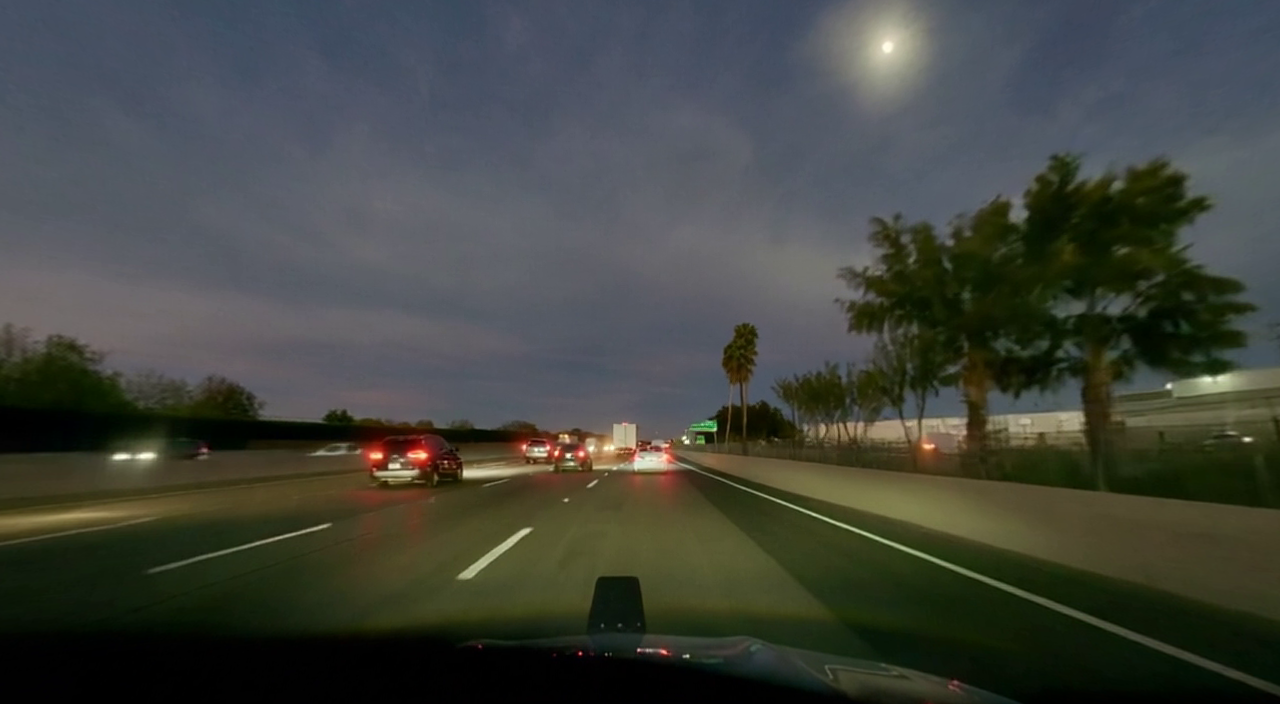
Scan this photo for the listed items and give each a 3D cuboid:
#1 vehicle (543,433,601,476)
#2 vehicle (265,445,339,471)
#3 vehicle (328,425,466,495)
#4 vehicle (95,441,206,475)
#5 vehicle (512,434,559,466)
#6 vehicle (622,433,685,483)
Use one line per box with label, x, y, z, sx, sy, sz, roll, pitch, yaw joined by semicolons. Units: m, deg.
vehicle;-3.099;4.809;29.870;2.108;1.832;4.549;0;-8;2
vehicle;-19.987;6.244;37.489;1.916;1.441;4.343;0;-8;1
vehicle;-6.953;3.151;18.714;2.105;1.790;4.689;0;-8;1
vehicle;-23.894;5.150;31.000;1.851;1.503;4.403;0;-8;1
vehicle;-6.837;6.476;41.755;2.085;1.932;4.967;-1;-8;2
vehicle;0.465;3.928;23.709;2.136;1.678;4.052;0;-8;0
